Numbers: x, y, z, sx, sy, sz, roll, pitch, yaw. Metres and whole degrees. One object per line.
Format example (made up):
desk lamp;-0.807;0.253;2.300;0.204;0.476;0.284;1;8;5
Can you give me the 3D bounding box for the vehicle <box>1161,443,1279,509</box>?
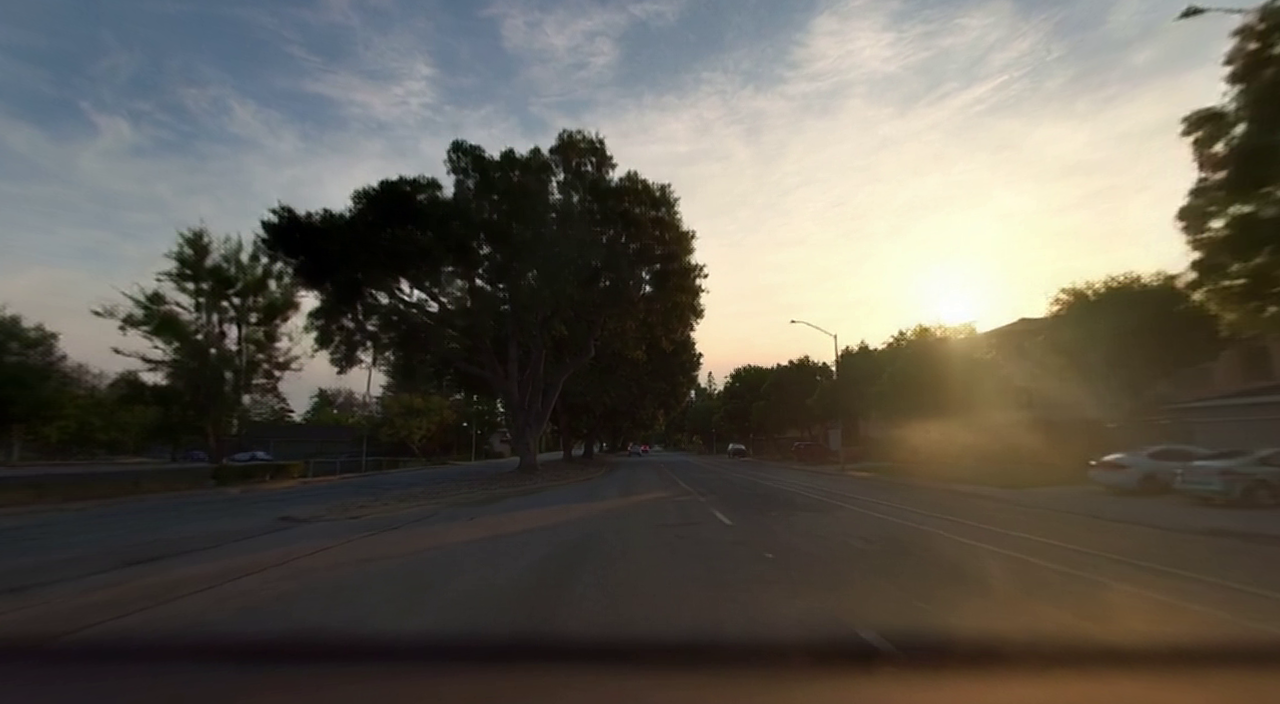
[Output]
vehicle;15.774;2.957;15.255;4.592;1.472;2.009;0;-9;-1
